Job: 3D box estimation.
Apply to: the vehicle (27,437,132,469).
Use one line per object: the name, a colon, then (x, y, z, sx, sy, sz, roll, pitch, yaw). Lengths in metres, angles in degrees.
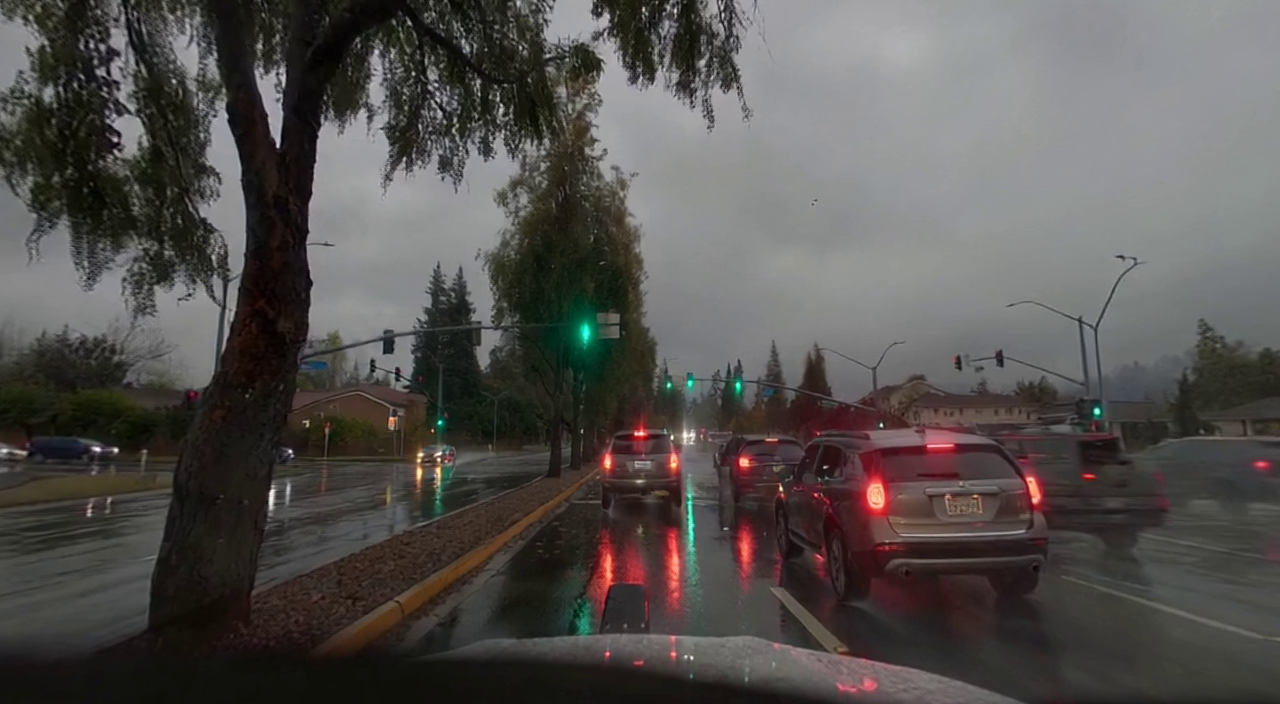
vehicle: (-36.861, 6.624, 41.526, 4.771, 1.778, 2.032, 3, -8, -2)

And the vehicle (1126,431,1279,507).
vehicle: (16.262, 3.124, 17.268, 2.010, 1.796, 4.755, 0, -8, 0)

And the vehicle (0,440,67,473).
vehicle: (-35.041, 5.774, 34.931, 4.465, 1.693, 1.959, 2, -9, -1)

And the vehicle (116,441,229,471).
vehicle: (-26.342, 5.879, 35.628, 4.724, 1.630, 1.968, 0, -8, -3)

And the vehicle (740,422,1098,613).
vehicle: (2.548, 1.626, 7.207, 2.009, 1.480, 4.423, 0, -8, -1)

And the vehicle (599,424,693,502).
vehicle: (0.071, 2.780, 16.120, 2.099, 1.705, 4.020, 0, -8, -2)
